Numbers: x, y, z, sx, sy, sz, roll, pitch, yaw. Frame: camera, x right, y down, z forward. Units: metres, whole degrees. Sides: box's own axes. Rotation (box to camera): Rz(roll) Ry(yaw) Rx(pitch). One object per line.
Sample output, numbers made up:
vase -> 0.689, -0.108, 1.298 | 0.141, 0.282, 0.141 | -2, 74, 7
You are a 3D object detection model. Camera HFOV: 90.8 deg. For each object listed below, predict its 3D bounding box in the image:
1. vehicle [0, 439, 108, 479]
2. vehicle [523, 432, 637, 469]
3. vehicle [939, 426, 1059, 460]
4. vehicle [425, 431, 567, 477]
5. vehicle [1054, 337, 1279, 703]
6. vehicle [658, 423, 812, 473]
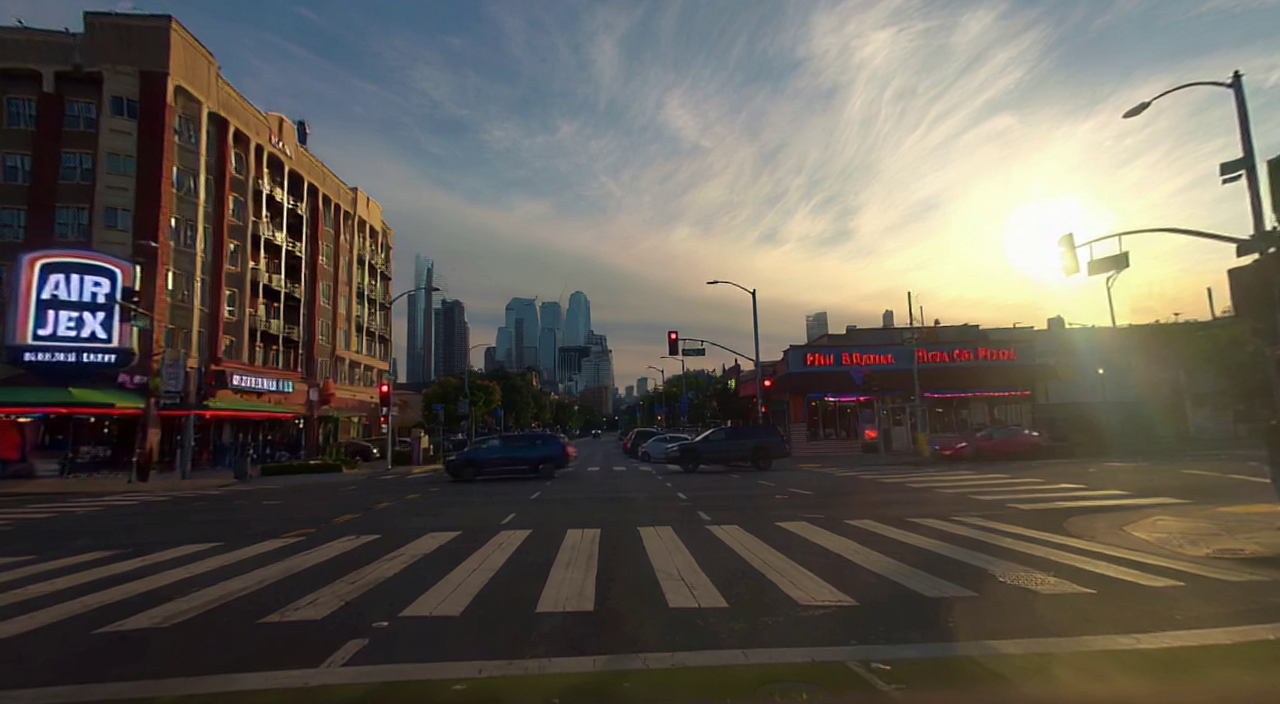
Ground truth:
vehicle -> -31.543, 5.607, 33.543 | 2.205, 1.903, 5.877 | 1, -9, -10
vehicle -> -2.448, 3.994, 25.722 | 4.461, 1.443, 1.715 | 1, -9, -8
vehicle -> 16.104, 4.088, 28.433 | 4.475, 1.458, 1.681 | 1, -9, -7
vehicle -> -4.929, 3.548, 22.128 | 4.643, 1.476, 1.820 | 1, -9, -8
vehicle -> 3.013, 0.610, 0.877 | 1.866, 1.654, 4.354 | 0, -8, 0
vehicle -> 3.016, 3.107, 20.593 | 4.612, 1.521, 1.811 | 1, -9, -9
